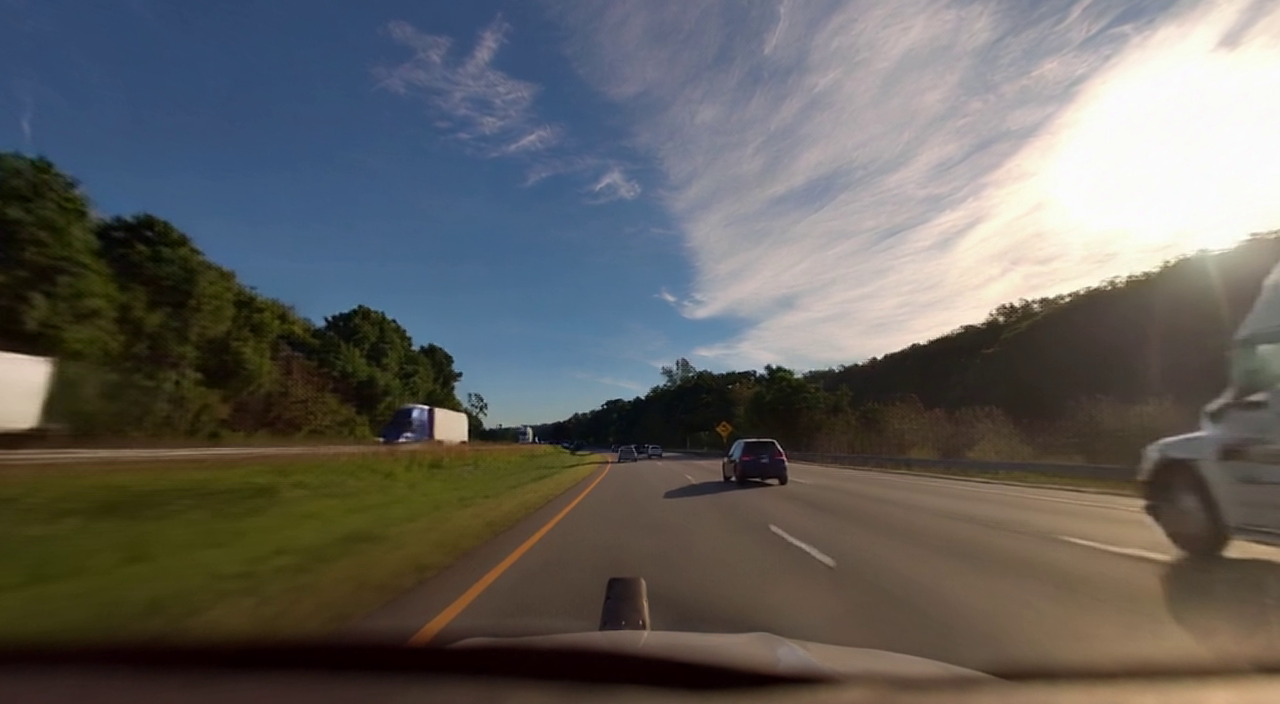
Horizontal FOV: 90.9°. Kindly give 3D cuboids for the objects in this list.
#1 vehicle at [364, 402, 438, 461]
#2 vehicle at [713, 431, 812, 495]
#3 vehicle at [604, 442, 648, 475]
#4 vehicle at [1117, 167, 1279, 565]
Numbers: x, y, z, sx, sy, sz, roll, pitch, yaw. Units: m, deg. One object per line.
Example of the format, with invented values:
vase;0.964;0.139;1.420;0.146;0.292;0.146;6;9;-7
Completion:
vehicle;-17.399;5.905;46.385;2.950;4.003;6.622;0;-9;-2
vehicle;3.415;3.174;18.326;2.013;1.623;3.916;0;-9;-1
vehicle;-0.707;5.249;31.255;2.050;1.534;3.771;0;-9;-2
vehicle;7.900;-0.014;5.308;2.972;3.945;5.837;0;-9;0
